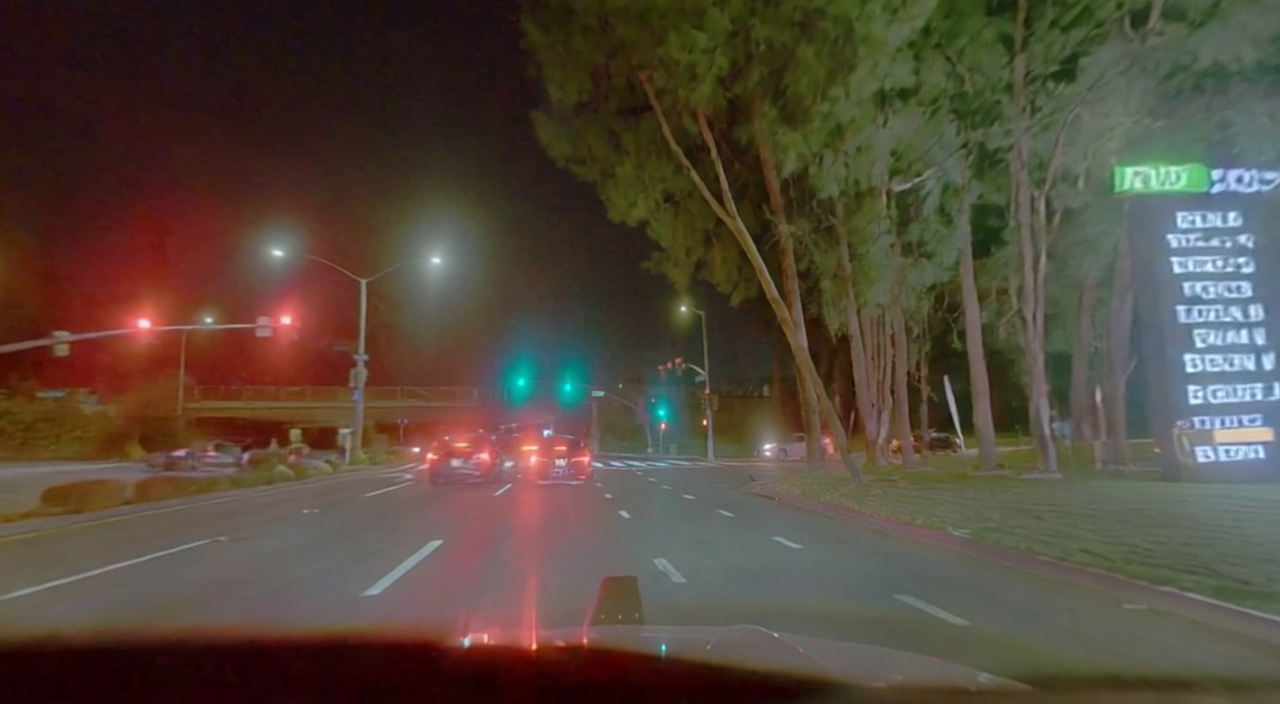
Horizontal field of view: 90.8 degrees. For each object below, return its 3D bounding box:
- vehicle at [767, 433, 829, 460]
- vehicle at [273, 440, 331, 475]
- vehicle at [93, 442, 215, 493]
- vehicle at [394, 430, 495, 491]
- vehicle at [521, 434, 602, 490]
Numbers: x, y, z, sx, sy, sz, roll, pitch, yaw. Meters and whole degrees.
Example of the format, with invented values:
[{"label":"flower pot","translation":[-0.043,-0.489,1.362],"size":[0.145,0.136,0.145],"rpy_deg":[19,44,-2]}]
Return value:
[{"label":"vehicle","translation":[10.172,6.059,40.495],"size":[4.166,1.622,1.908],"rpy_deg":[8,-12,-44]},{"label":"vehicle","translation":[-21.224,6.686,39.810],"size":[1.863,1.722,4.328],"rpy_deg":[-8,-10,-11]},{"label":"vehicle","translation":[-18.835,4.441,24.743],"size":[1.985,1.537,4.013],"rpy_deg":[-3,-6,-7]},{"label":"vehicle","translation":[-5.782,3.262,19.340],"size":[2.057,1.610,4.891],"rpy_deg":[1,-9,-7]},{"label":"vehicle","translation":[-2.397,3.337,19.497],"size":[2.176,1.489,4.518],"rpy_deg":[1,-9,-6]}]
